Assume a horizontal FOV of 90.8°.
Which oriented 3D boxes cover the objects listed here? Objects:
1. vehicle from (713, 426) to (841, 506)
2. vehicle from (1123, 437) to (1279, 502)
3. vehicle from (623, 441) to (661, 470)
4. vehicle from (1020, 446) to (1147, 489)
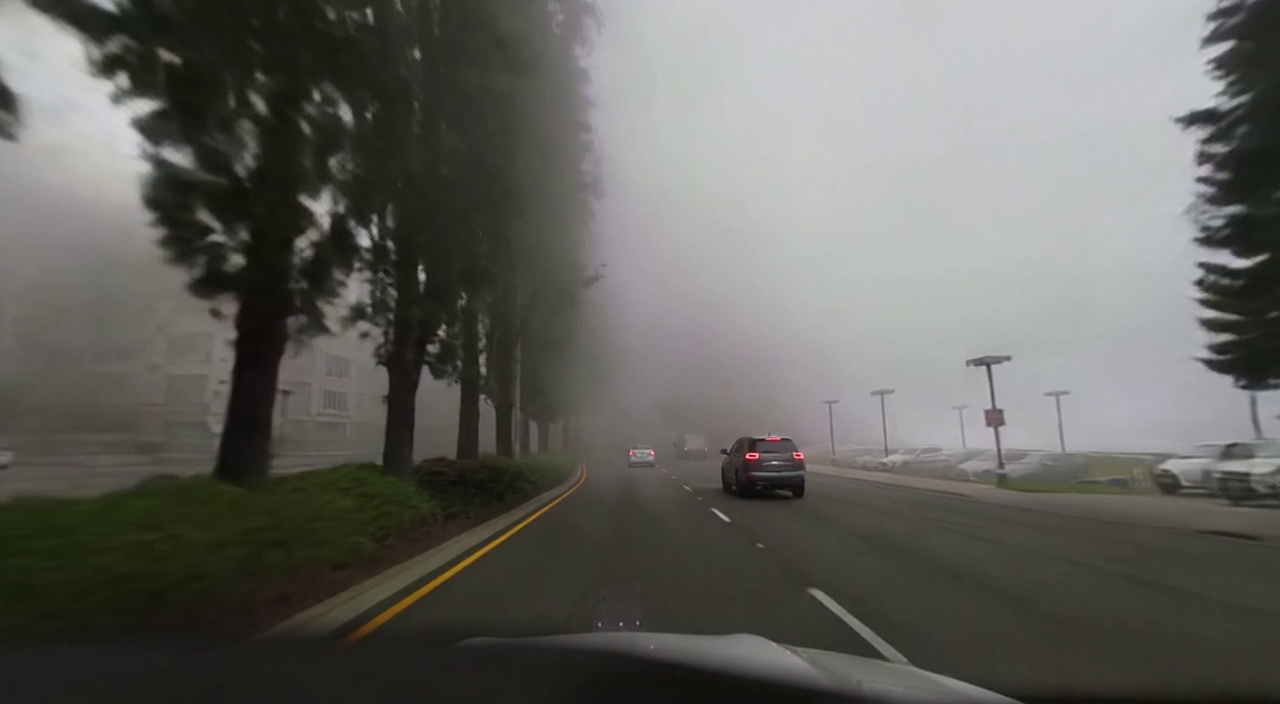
[{"bbox_3d":[3.425,2.998,16.944,2.235,1.806,4.818,0,-9,-1],"label":"vehicle"},{"bbox_3d":[16.473,3.328,18.364,1.914,1.644,4.378,-2,-8,10],"label":"vehicle"},{"bbox_3d":[0.101,6.144,37.638,2.145,1.572,4.021,0,-9,-1],"label":"vehicle"},{"bbox_3d":[17.458,4.519,24.899,3.958,1.524,2.061,3,-10,-20],"label":"vehicle"}]
